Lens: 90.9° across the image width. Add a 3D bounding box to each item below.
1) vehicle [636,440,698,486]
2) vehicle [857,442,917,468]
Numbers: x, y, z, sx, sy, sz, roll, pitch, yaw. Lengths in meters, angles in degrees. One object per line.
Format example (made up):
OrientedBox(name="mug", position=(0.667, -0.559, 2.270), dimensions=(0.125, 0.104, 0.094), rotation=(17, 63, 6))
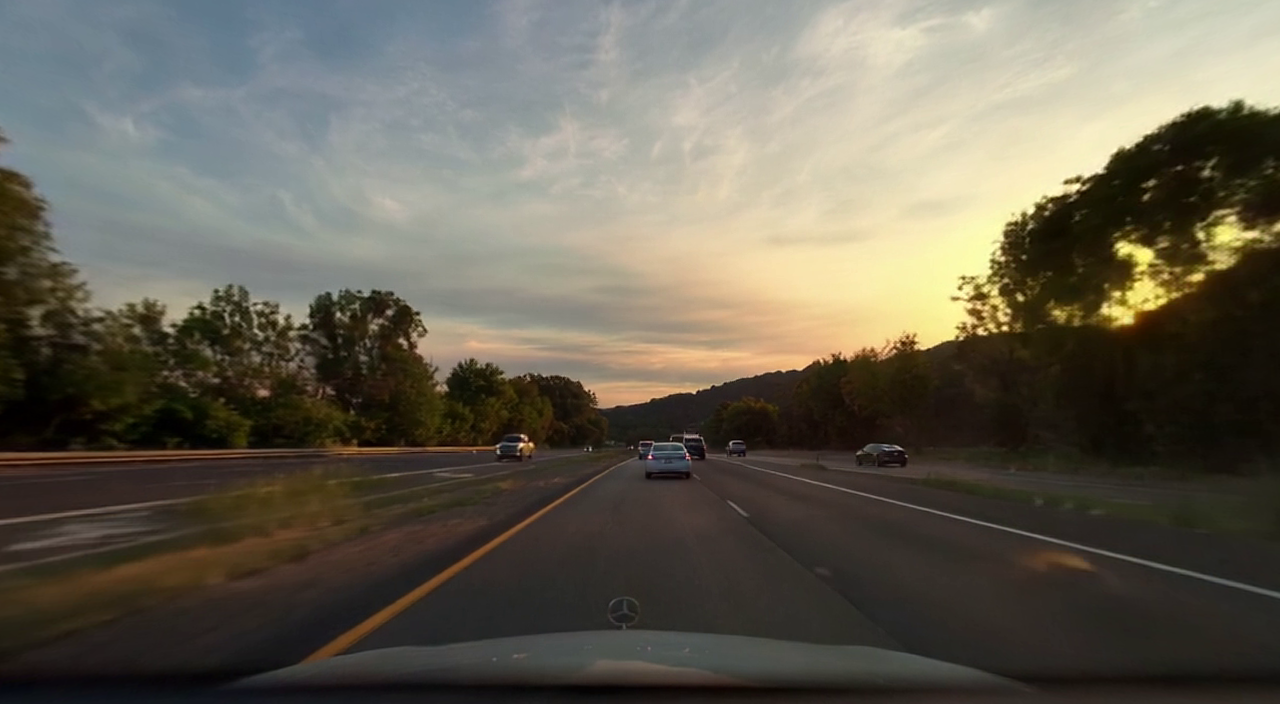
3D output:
OrientedBox(name="vehicle", position=(0.888, 3.968, 22.849), dimensions=(2.053, 1.483, 4.185), rotation=(0, -9, 0))
OrientedBox(name="vehicle", position=(14.863, 6.233, 38.108), dimensions=(1.926, 1.483, 3.528), rotation=(0, -9, -4))
